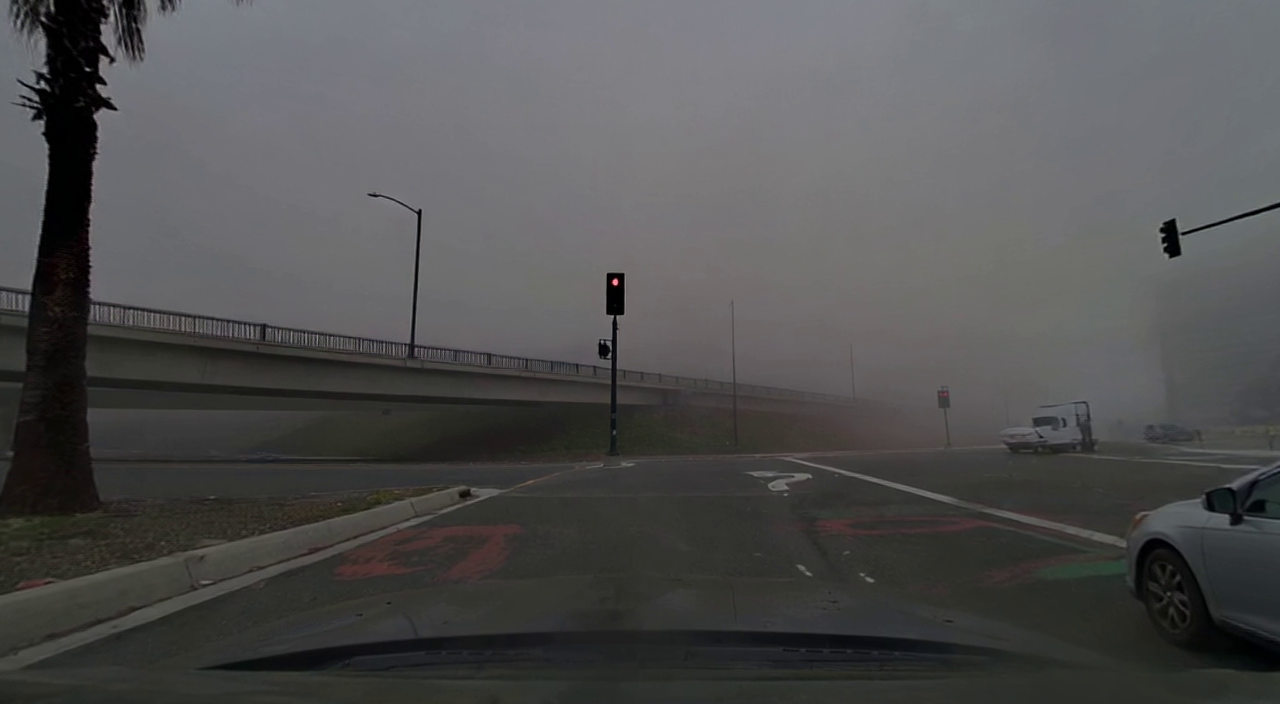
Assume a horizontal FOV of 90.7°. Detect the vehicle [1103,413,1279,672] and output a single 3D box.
[{"bbox_3d":[4.557,0.994,2.919,1.959,1.485,4.628,-2,-9,10],"label":"vehicle"}]
